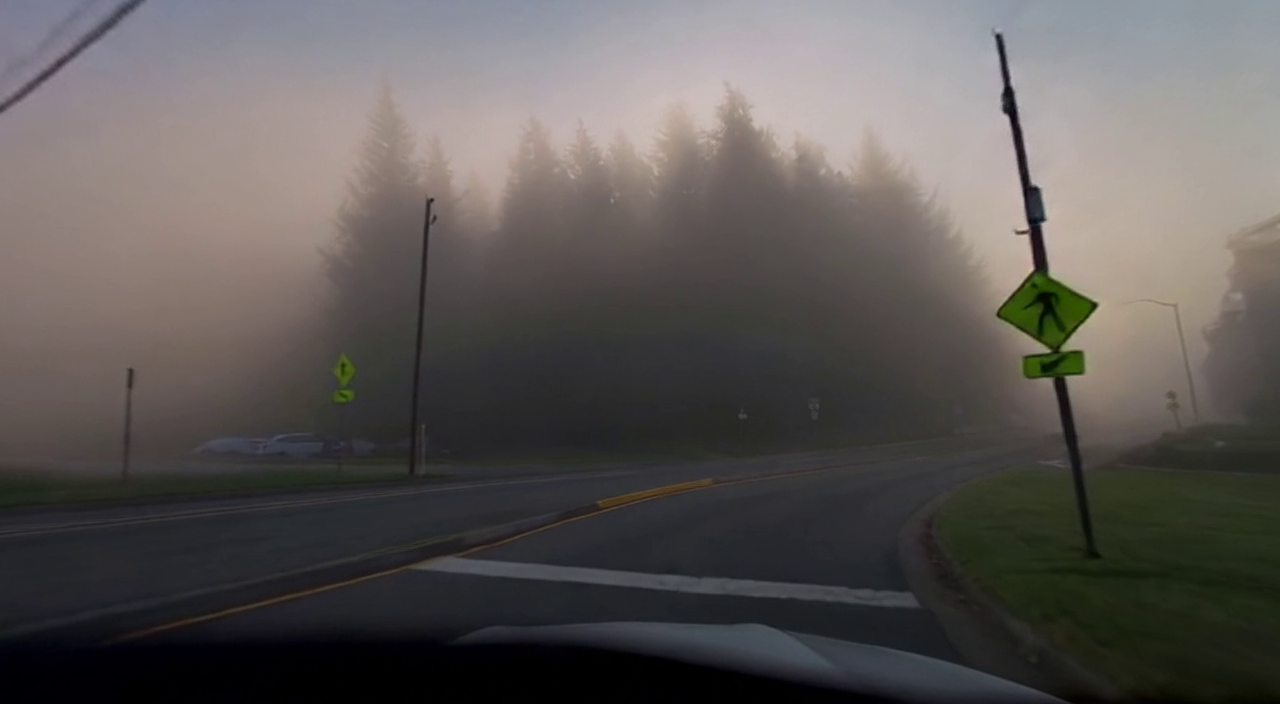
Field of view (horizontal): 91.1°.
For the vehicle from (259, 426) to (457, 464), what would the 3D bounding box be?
[{"bbox_3d":[-19.647,6.718,45.153,2.837,2.354,12.960,-7,-11,40],"label":"vehicle"}]
